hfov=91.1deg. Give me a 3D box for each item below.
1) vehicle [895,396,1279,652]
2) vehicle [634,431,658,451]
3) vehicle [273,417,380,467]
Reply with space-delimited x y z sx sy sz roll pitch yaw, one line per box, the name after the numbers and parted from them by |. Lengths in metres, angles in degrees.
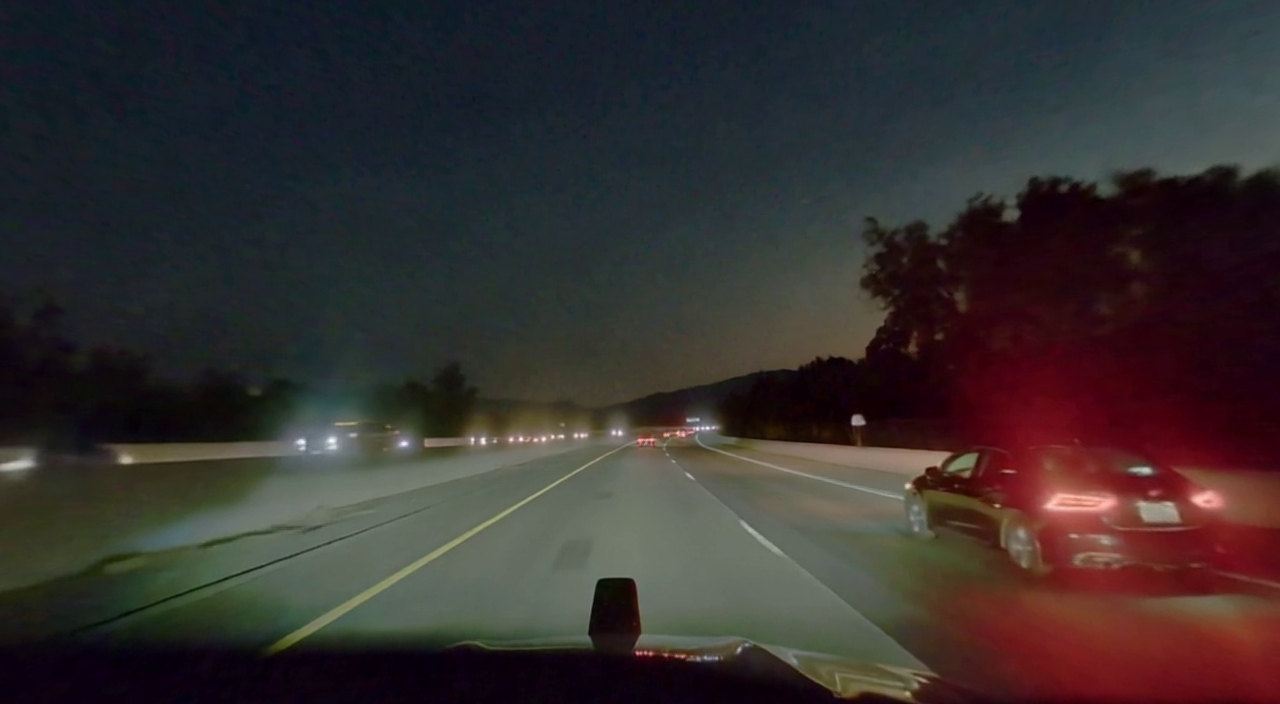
4.045 1.291 5.722 1.834 1.548 3.651 0 -8 -1 | vehicle
0.430 6.793 48.032 1.771 1.480 3.781 0 -8 0 | vehicle
-15.685 4.536 31.940 2.370 2.311 5.764 0 -8 1 | vehicle
